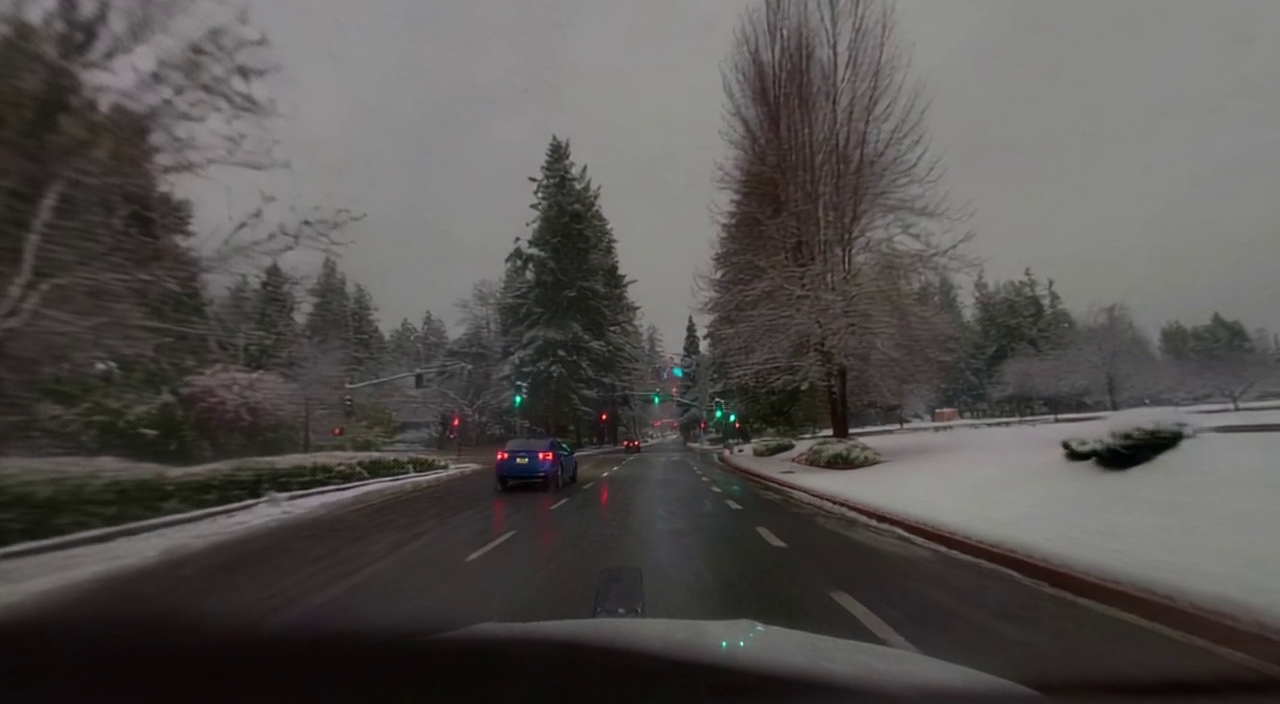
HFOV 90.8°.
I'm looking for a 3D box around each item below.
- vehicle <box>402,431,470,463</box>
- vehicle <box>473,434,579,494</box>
[{"bbox_3d":[-15.362,7.230,48.127,2.734,2.261,6.993,0,-9,1],"label":"vehicle"},{"bbox_3d":[-3.130,3.209,18.448,2.038,1.486,4.678,-1,-9,3],"label":"vehicle"}]
